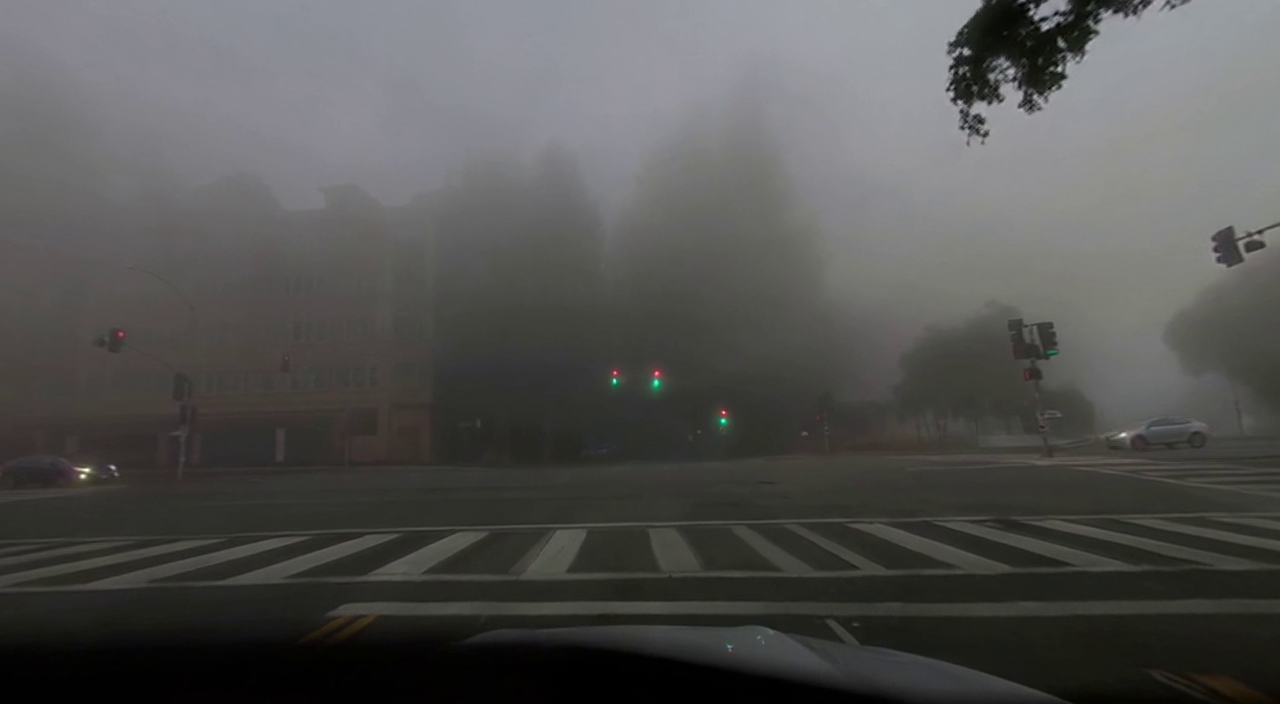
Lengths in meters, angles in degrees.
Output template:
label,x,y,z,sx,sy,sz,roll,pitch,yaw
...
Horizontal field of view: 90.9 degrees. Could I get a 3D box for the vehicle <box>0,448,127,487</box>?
label,x,y,z,sx,sy,sz,roll,pitch,yaw
vehicle,-25.182,4.964,27.257,4.332,1.573,1.900,0,-8,3

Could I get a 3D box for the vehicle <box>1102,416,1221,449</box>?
label,x,y,z,sx,sy,sz,roll,pitch,yaw
vehicle,27.440,4.276,33.285,4.483,1.691,1.949,0,-8,2
